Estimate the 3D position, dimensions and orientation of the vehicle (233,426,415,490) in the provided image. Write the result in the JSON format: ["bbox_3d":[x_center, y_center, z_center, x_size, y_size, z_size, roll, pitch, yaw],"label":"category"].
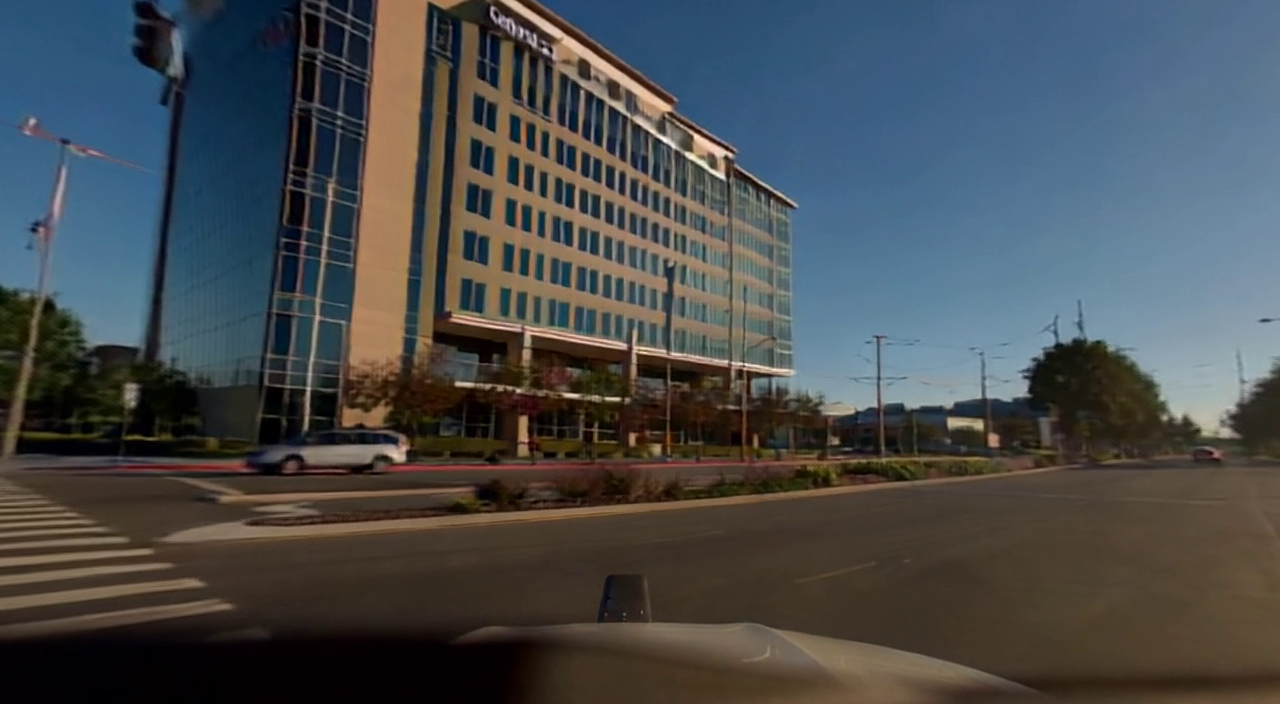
[{"bbox_3d":[-10.015,3.370,20.199,2.030,1.775,4.713,-8,-12,42],"label":"vehicle"}]

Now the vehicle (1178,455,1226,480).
[{"bbox_3d":[36.679,7.486,40.930,2.055,1.503,4.632,-8,-12,42],"label":"vehicle"}]
